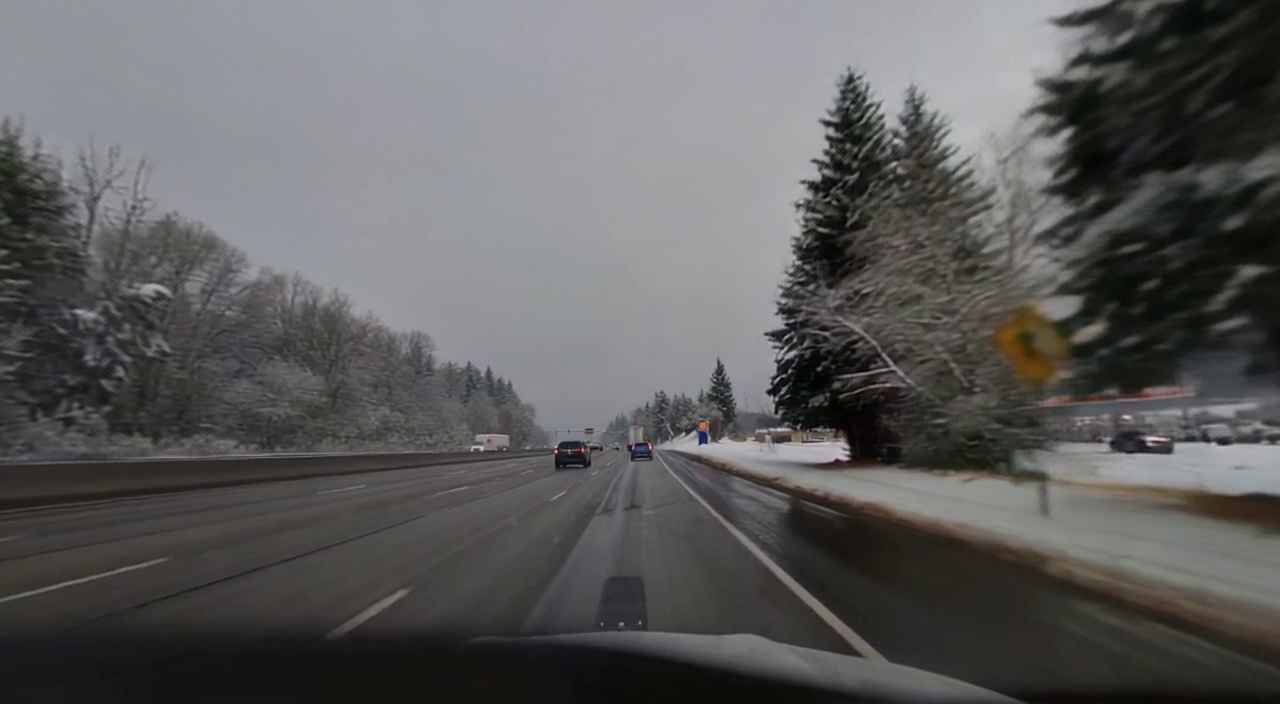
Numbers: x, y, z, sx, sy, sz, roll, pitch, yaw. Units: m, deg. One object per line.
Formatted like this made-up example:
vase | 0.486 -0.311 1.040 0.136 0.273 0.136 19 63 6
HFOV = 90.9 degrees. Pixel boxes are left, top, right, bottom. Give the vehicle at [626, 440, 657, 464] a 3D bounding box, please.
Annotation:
vehicle | 0.067 6.908 43.712 1.982 1.524 3.800 0 -9 -2

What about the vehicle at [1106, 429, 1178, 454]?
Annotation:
vehicle | 30.584 5.456 38.382 4.664 1.408 1.774 5 -10 -30

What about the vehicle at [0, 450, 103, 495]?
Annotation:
vehicle | -24.644 4.786 25.508 1.850 1.618 4.548 0 -9 -1

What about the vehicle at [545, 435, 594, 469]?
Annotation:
vehicle | -4.059 5.878 37.163 2.273 1.884 4.515 0 -9 1
